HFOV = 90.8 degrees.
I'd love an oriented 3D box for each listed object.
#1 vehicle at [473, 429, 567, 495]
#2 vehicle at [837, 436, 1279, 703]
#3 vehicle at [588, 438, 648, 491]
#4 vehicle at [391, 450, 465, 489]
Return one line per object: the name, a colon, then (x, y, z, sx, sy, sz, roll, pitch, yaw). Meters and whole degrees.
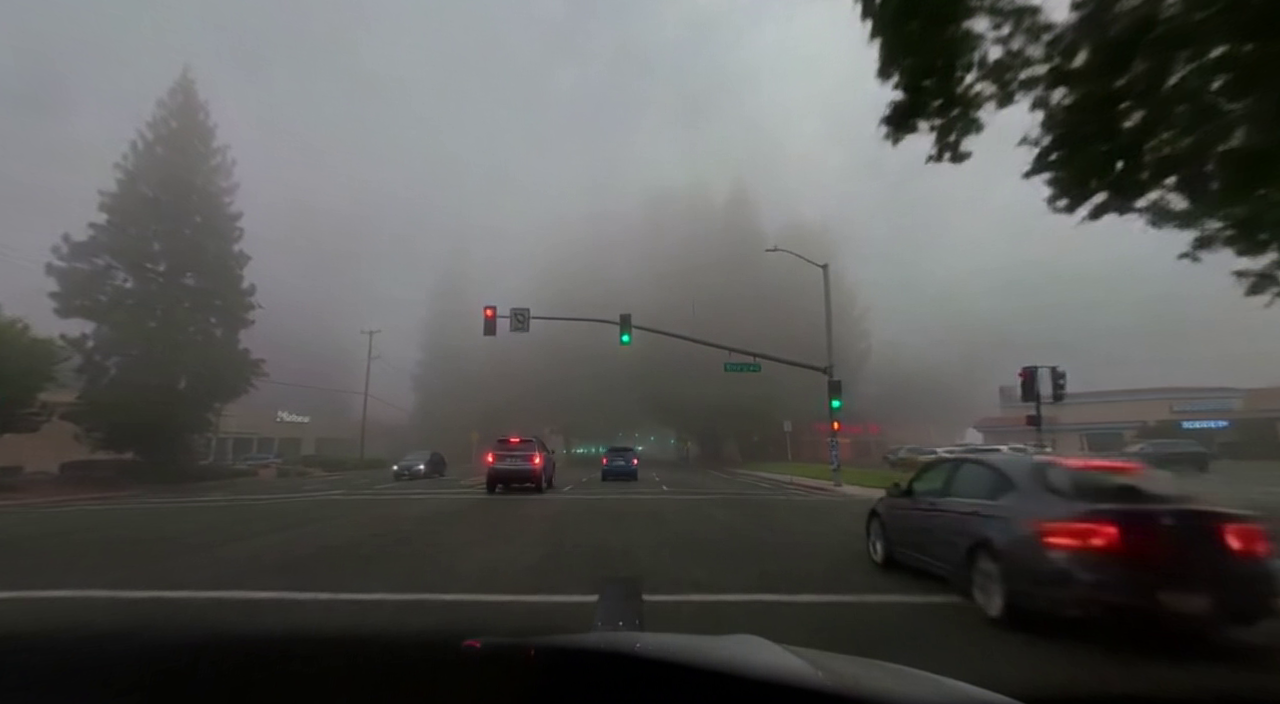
vehicle: (-4.024, 3.826, 22.330, 2.252, 1.999, 5.605, 0, -9, 0)
vehicle: (3.635, 1.538, 5.717, 2.207, 1.447, 4.418, 0, -9, -1)
vehicle: (-0.775, 4.189, 23.872, 2.061, 1.809, 4.141, 0, -9, -1)
vehicle: (-9.302, 5.142, 28.095, 1.867, 1.427, 4.371, -3, -8, -1)
